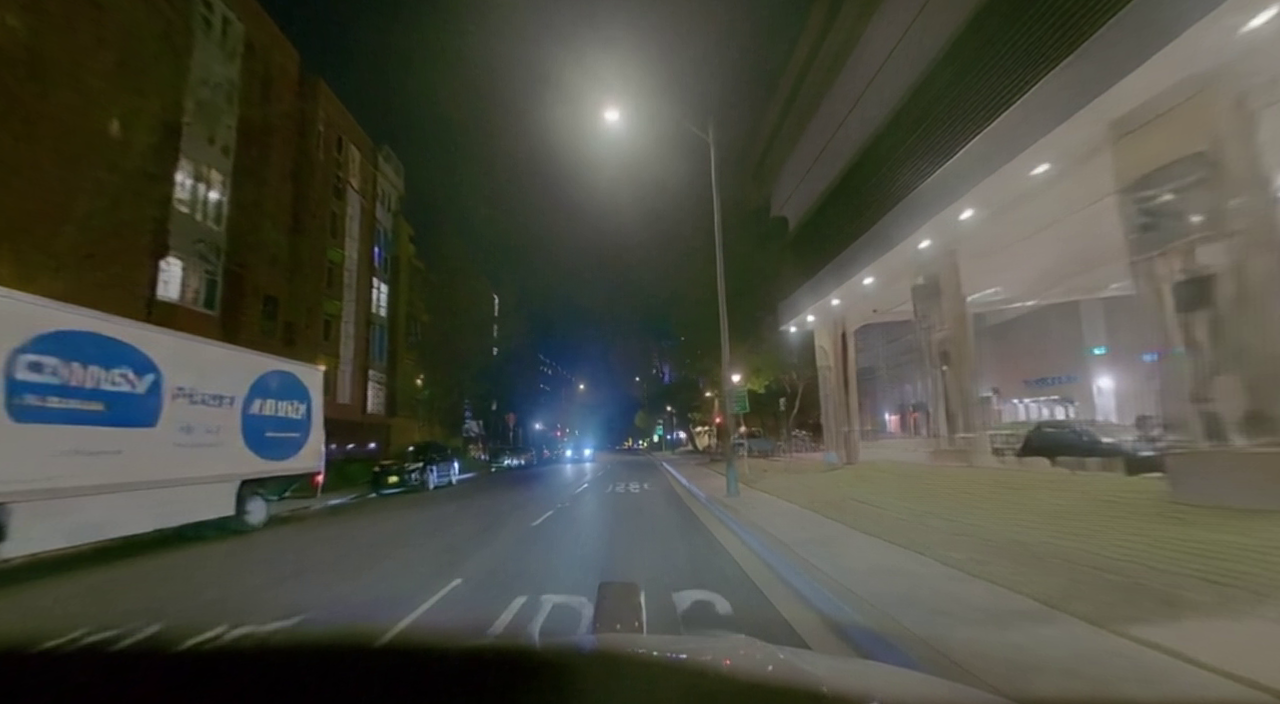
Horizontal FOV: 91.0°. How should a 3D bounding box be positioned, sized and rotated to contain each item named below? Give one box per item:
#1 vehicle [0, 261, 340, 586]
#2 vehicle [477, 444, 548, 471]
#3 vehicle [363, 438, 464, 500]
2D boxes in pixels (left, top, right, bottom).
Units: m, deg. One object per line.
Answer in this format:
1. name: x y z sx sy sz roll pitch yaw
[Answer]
1. vehicle: -8.914 1.169 9.495 2.986 3.768 11.697 -6 -6 0
2. vehicle: -9.151 7.615 45.500 1.879 1.543 4.778 -14 -13 42
3. vehicle: -7.703 3.966 21.886 1.950 1.743 4.312 -2 -6 0
